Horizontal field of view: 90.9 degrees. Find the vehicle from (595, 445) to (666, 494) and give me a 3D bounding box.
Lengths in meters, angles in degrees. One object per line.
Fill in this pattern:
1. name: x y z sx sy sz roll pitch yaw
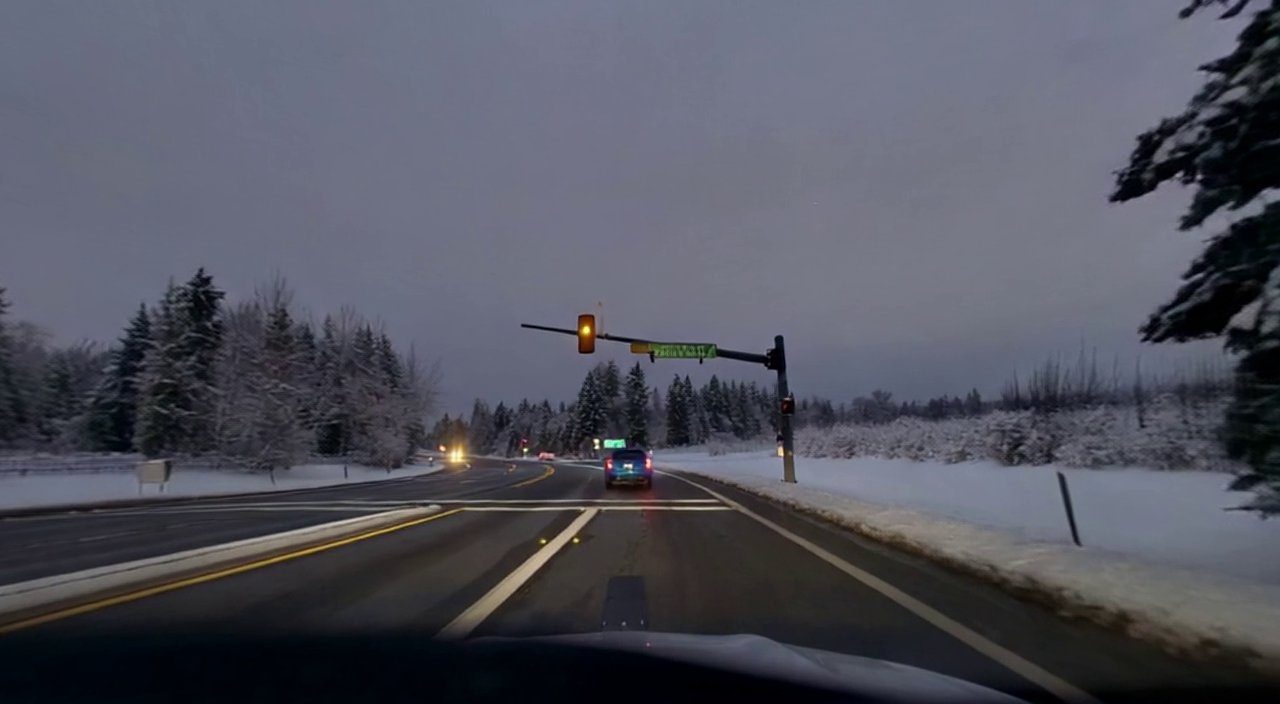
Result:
1. vehicle: -0.419 3.951 21.601 2.148 1.521 4.089 1 -9 -5
